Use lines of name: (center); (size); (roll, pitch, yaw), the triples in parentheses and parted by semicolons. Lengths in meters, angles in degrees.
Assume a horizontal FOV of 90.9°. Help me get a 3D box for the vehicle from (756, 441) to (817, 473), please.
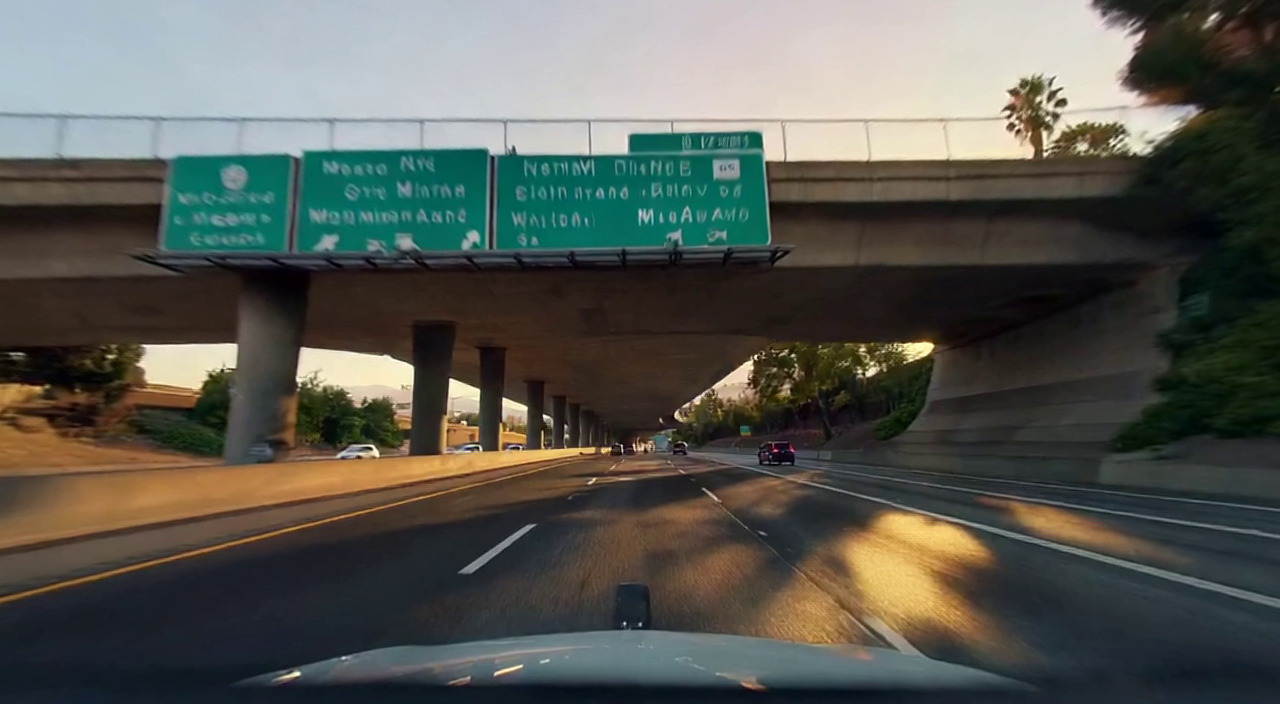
vehicle: (7.225, 5.211, 31.595); (1.914, 1.465, 4.574); (0, -8, -1)

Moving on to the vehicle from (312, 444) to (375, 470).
vehicle: (-21.644, 7.683, 46.341); (1.956, 1.751, 5.372); (0, -8, 1)
